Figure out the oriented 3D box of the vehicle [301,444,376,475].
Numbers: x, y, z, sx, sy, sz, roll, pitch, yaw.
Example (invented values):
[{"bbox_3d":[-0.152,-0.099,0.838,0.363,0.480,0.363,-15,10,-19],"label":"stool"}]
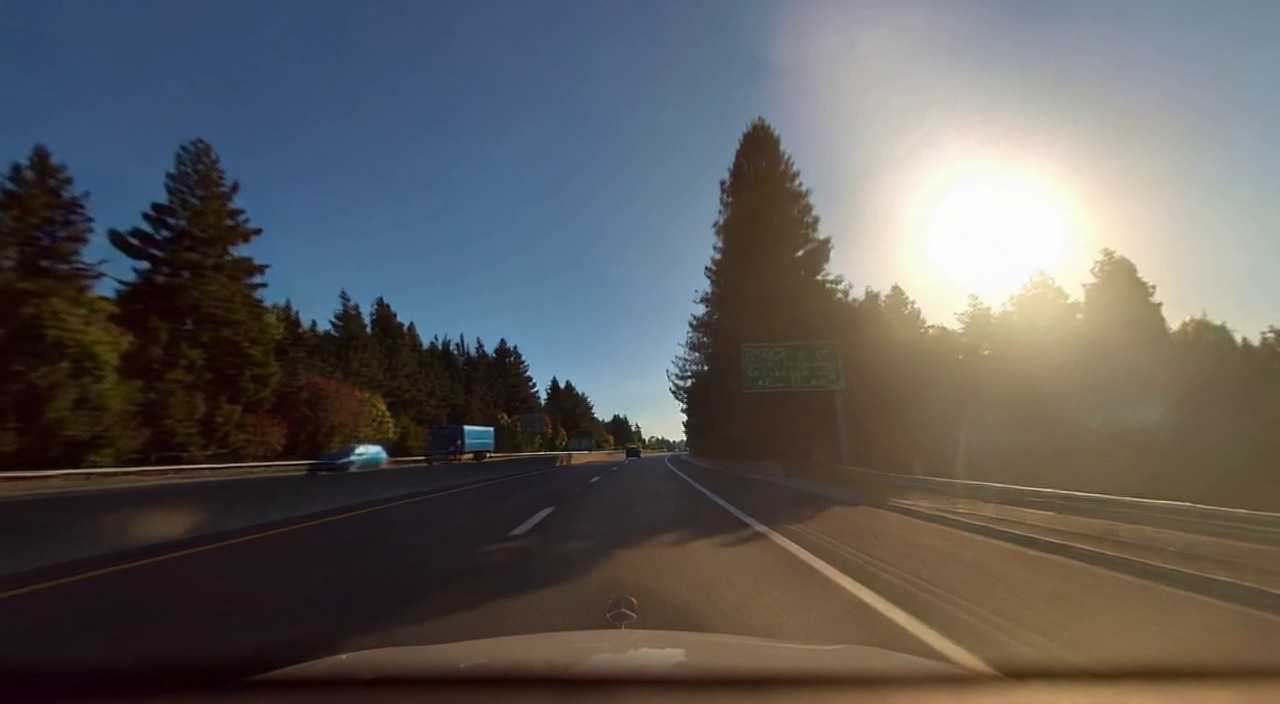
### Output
[{"bbox_3d":[-15.962,5.714,33.642,1.810,1.496,4.271,0,-9,1],"label":"vehicle"}]
